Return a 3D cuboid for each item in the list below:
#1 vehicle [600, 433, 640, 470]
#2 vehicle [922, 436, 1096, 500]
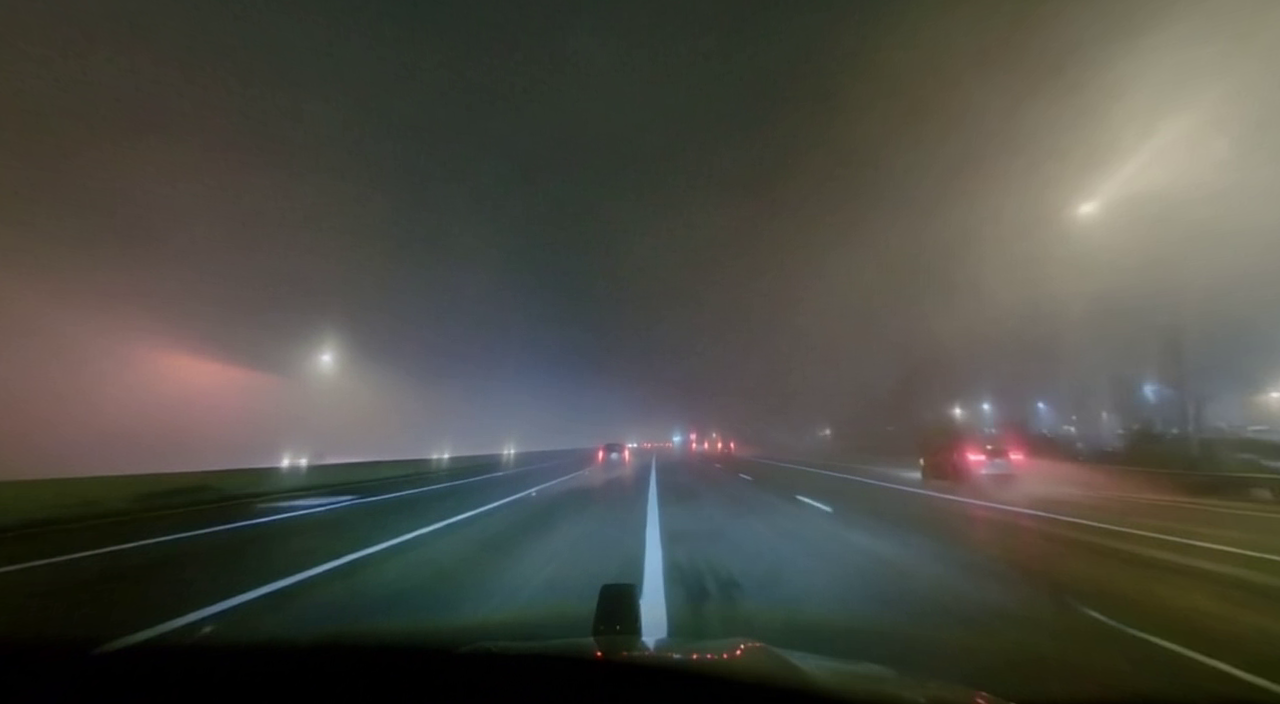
[{"bbox_3d":[-0.988,5.334,34.019,1.893,1.827,4.513,0,-9,1],"label":"vehicle"},{"bbox_3d":[9.427,2.981,16.687,1.900,1.432,4.519,0,-8,1],"label":"vehicle"}]
